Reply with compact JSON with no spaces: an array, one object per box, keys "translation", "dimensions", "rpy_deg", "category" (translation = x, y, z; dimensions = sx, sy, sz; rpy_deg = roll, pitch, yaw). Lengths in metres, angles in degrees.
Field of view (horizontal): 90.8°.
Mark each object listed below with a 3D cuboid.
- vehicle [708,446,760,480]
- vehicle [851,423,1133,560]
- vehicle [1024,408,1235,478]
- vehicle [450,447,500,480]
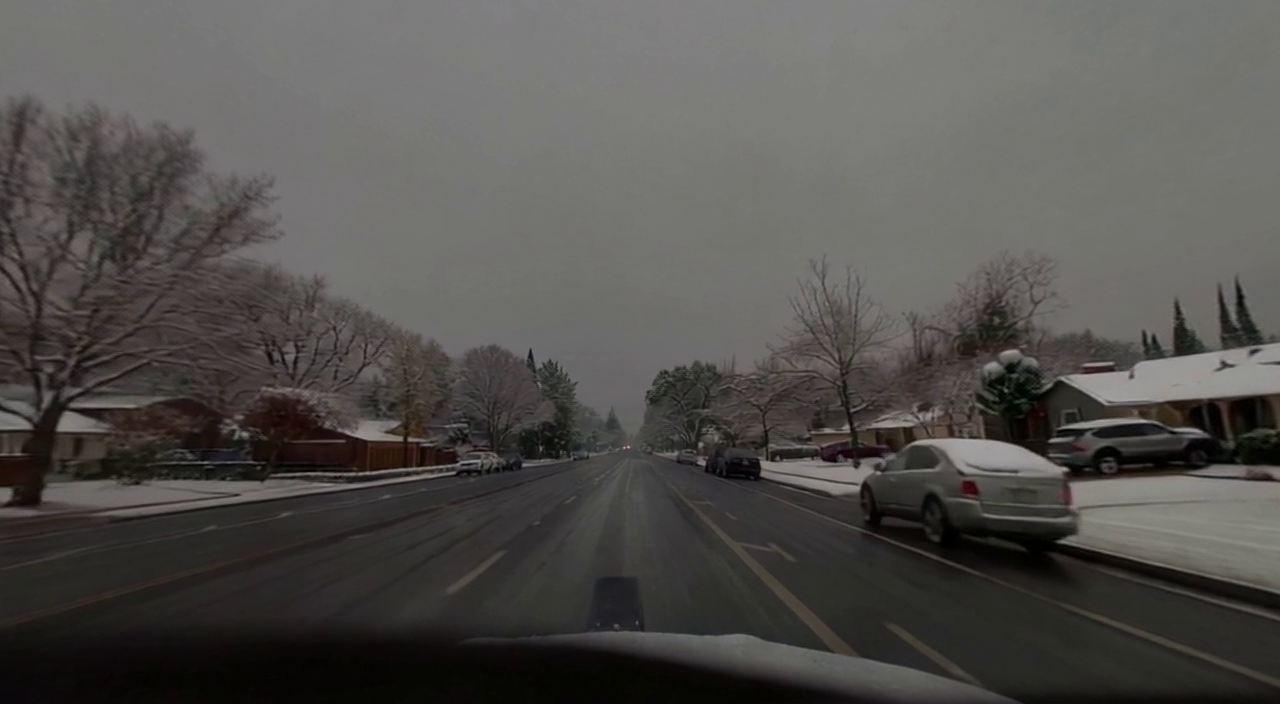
[{"translation":[4.848,5.786,33.202],"dimensions":[1.900,1.608,5.037],"rpy_deg":[0,-9,-1],"category":"vehicle"},{"translation":[5.185,2.088,10.193],"dimensions":[2.001,1.693,4.311],"rpy_deg":[0,-9,0],"category":"vehicle"},{"translation":[15.910,3.000,20.832],"dimensions":[4.921,2.117,2.249],"rpy_deg":[-1,-9,3],"category":"vehicle"},{"translation":[-12.250,8.280,47.317],"dimensions":[2.396,2.159,5.470],"rpy_deg":[-3,-8,-1],"category":"vehicle"}]
